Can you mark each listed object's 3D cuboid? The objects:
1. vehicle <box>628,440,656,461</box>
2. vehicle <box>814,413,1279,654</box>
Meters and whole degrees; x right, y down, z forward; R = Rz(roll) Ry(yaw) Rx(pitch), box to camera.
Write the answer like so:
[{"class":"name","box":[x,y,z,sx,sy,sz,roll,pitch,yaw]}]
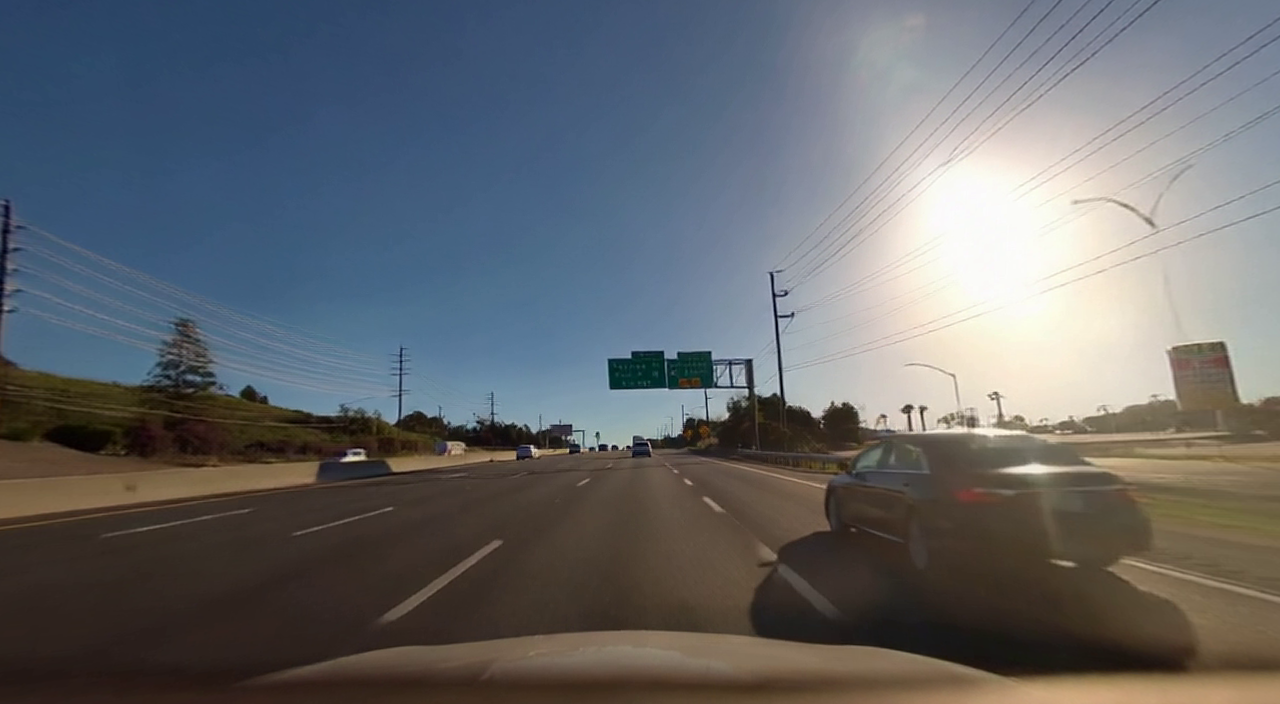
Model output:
[{"class":"vehicle","box":[0.122,7.422,47.555,2.036,1.474,3.969,0,-8,0]},{"class":"vehicle","box":[3.421,1.486,6.309,2.060,1.526,4.387,0,-8,0]}]
